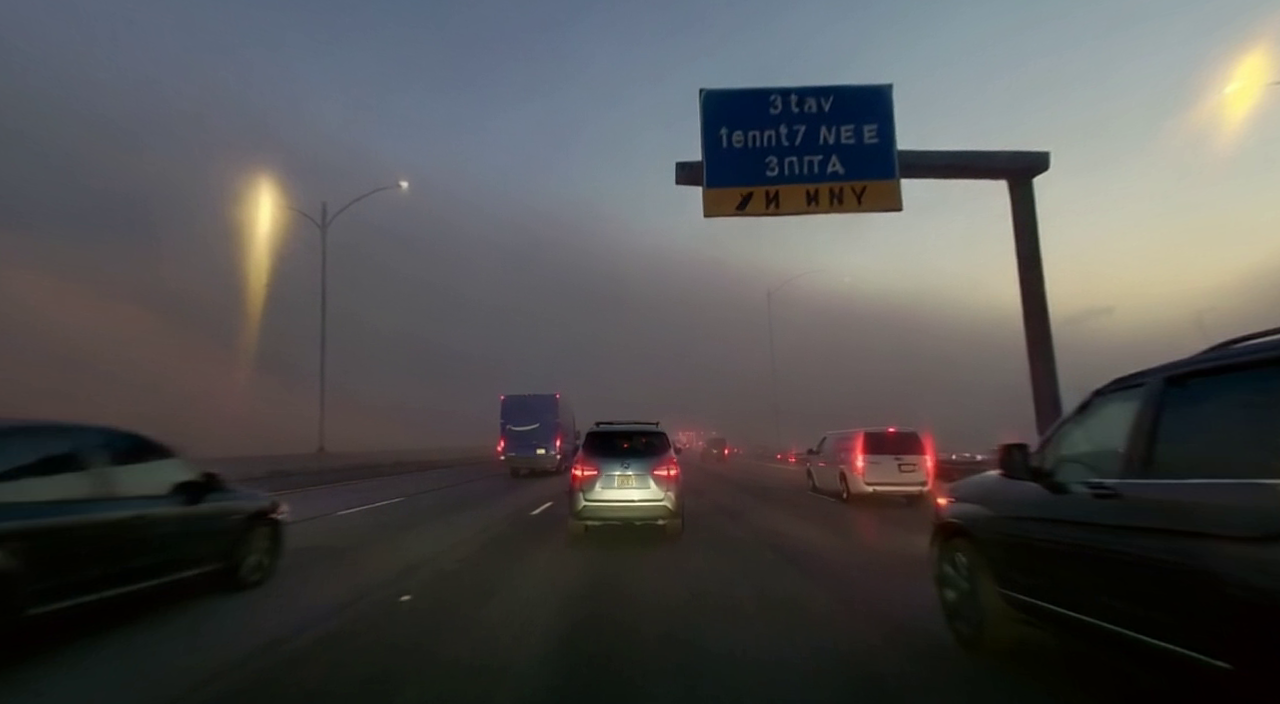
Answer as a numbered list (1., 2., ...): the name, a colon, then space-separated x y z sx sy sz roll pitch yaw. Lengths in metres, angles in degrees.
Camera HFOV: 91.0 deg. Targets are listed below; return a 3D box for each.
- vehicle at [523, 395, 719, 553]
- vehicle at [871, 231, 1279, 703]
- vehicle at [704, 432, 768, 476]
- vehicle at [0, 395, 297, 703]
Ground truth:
1. vehicle: -0.222 1.748 9.623 2.287 1.823 4.369 0 -8 0
2. vehicle: 2.984 0.683 2.221 2.341 1.890 5.144 0 -8 0
3. vehicle: 3.997 4.344 27.032 2.064 1.720 4.416 0 -8 0
4. vehicle: -4.083 1.003 3.346 1.983 1.496 4.371 0 -8 1
